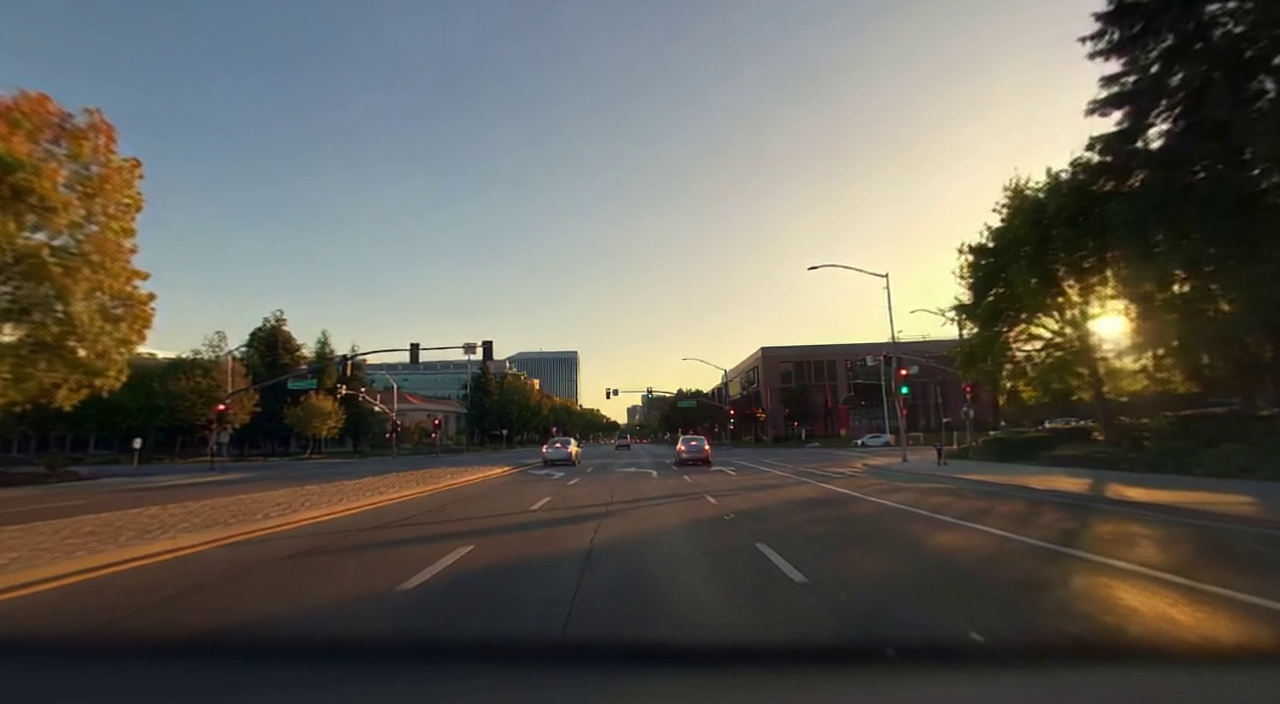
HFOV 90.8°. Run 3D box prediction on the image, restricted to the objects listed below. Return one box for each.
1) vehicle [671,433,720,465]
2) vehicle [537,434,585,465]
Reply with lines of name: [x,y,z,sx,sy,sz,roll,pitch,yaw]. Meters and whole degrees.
vehicle: [2.849,5.134,33.465,2.130,1.524,4.722,0,-9,0]
vehicle: [-4.137,5.204,33.861,1.973,1.526,4.533,0,-9,0]
